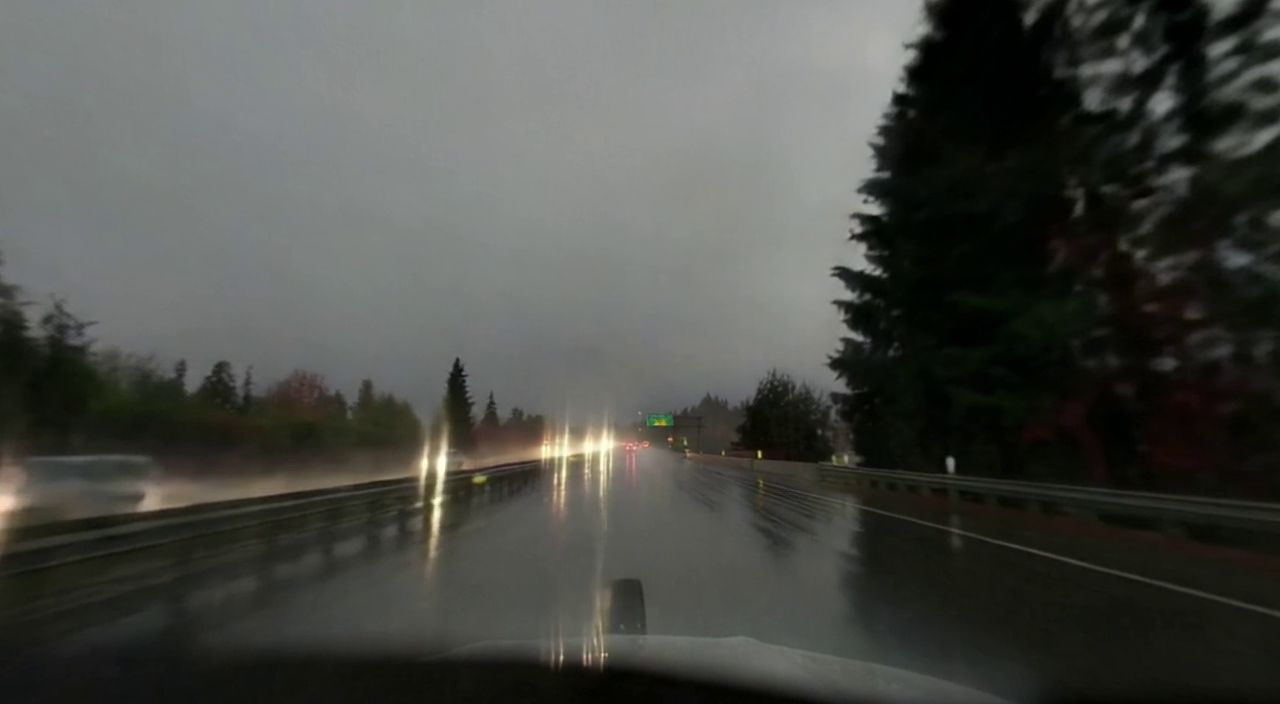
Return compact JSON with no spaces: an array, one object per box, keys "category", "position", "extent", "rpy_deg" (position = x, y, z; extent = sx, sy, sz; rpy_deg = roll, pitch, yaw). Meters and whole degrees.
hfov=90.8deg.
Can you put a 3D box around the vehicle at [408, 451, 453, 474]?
[{"category":"vehicle","position":[-14.362,7.568,43.431],"extent":[1.822,1.480,3.962],"rpy_deg":[0,-9,-1]}]
